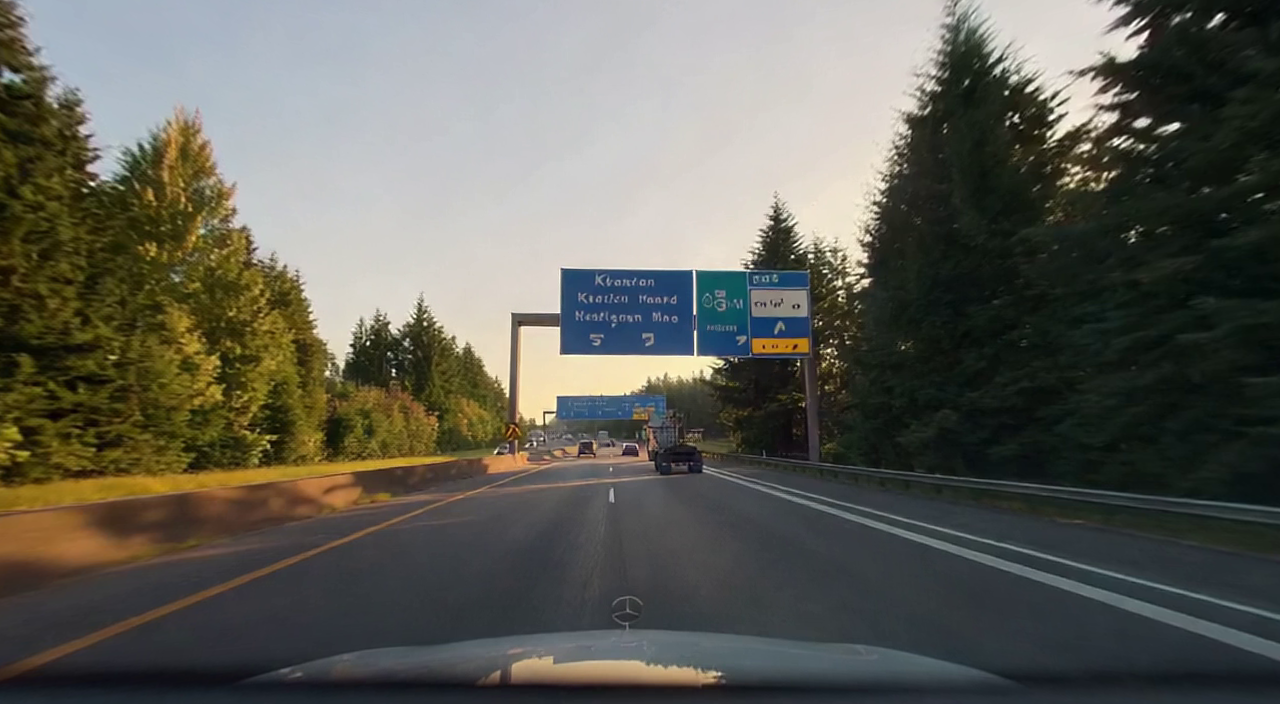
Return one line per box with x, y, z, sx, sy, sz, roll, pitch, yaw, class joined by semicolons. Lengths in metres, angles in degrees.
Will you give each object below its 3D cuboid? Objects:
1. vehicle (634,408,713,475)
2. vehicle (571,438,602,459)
1.217;3.765;26.447;2.677;2.439;6.402;0;-8;-3;vehicle
-3.990;7.240;47.382;2.114;1.504;3.924;0;-8;-2;vehicle
